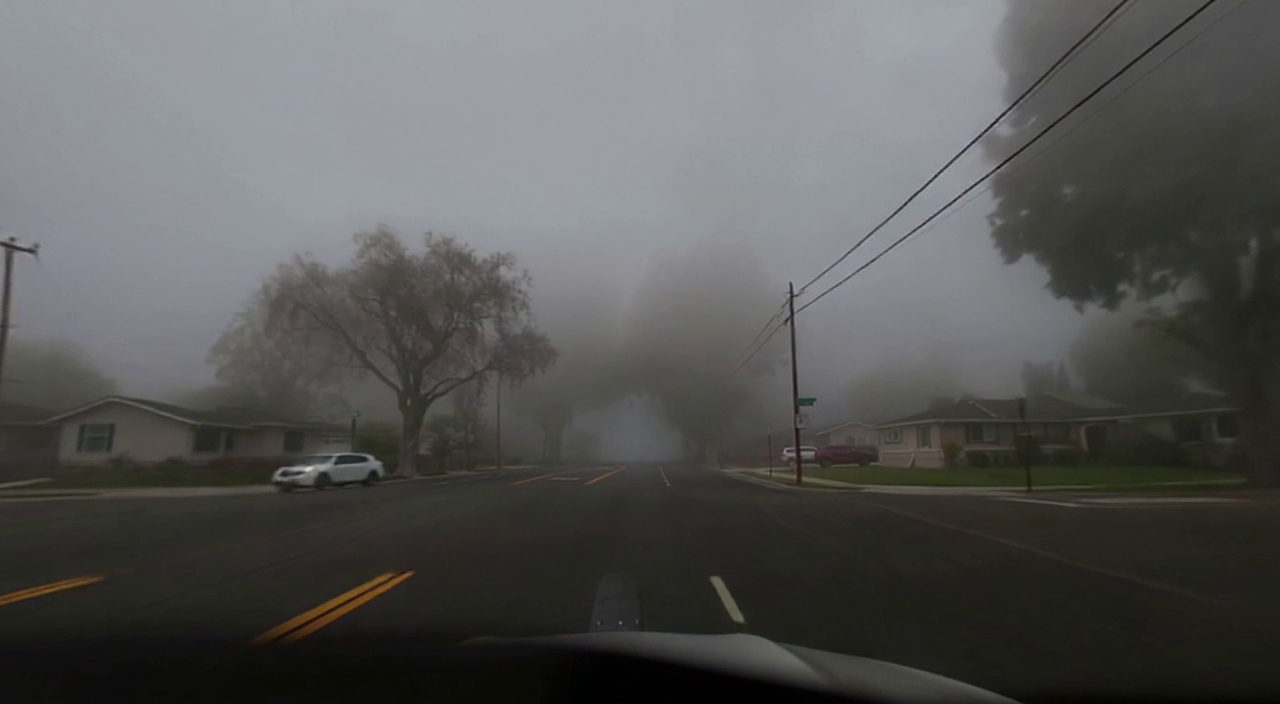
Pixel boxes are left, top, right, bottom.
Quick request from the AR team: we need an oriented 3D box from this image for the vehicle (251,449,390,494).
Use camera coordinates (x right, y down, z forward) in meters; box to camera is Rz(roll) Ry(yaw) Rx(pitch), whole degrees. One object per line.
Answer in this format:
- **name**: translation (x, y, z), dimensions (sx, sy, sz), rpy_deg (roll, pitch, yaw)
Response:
- **vehicle**: translation (-12.738, 4.765, 25.600), dimensions (2.064, 1.596, 4.716), rpy_deg (-4, -9, 23)
